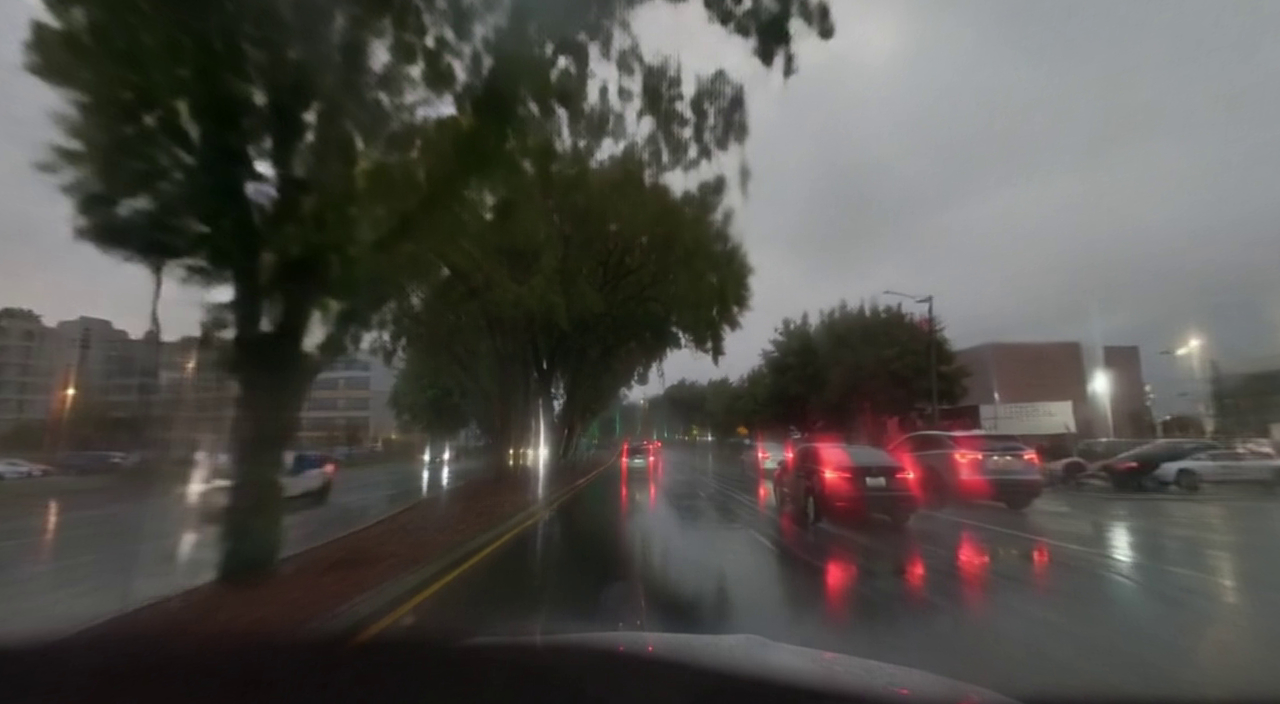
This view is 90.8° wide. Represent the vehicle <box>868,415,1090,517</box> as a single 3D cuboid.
[{"bbox_3d":[6.927,2.398,13.691,2.134,1.810,4.590,0,-9,-2],"label":"vehicle"}]

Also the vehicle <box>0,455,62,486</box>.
[{"bbox_3d":[-34.568,6.439,34.137,2.222,1.536,4.849,-2,-9,-2],"label":"vehicle"}]

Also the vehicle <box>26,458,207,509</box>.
[{"bbox_3d":[-17.556,4.400,21.603,1.961,1.462,4.741,-1,-9,3],"label":"vehicle"}]

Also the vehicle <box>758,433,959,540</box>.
[{"bbox_3d":[3.438,2.188,10.941,1.858,1.466,4.230,0,-9,-1],"label":"vehicle"}]

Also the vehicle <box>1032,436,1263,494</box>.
[{"bbox_3d":[13.852,3.111,17.631,4.512,1.466,1.949,-3,-9,18],"label":"vehicle"}]

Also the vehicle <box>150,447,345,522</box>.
[{"bbox_3d":[-8.957,3.014,14.960,1.895,1.503,4.237,0,-9,0],"label":"vehicle"}]

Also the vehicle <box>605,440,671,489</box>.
[{"bbox_3d":[-0.081,3.708,21.127,1.994,1.479,3.647,0,-9,-1],"label":"vehicle"}]

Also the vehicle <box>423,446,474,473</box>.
[{"bbox_3d":[-12.559,7.054,41.738,1.954,1.689,4.443,0,-9,0],"label":"vehicle"}]
